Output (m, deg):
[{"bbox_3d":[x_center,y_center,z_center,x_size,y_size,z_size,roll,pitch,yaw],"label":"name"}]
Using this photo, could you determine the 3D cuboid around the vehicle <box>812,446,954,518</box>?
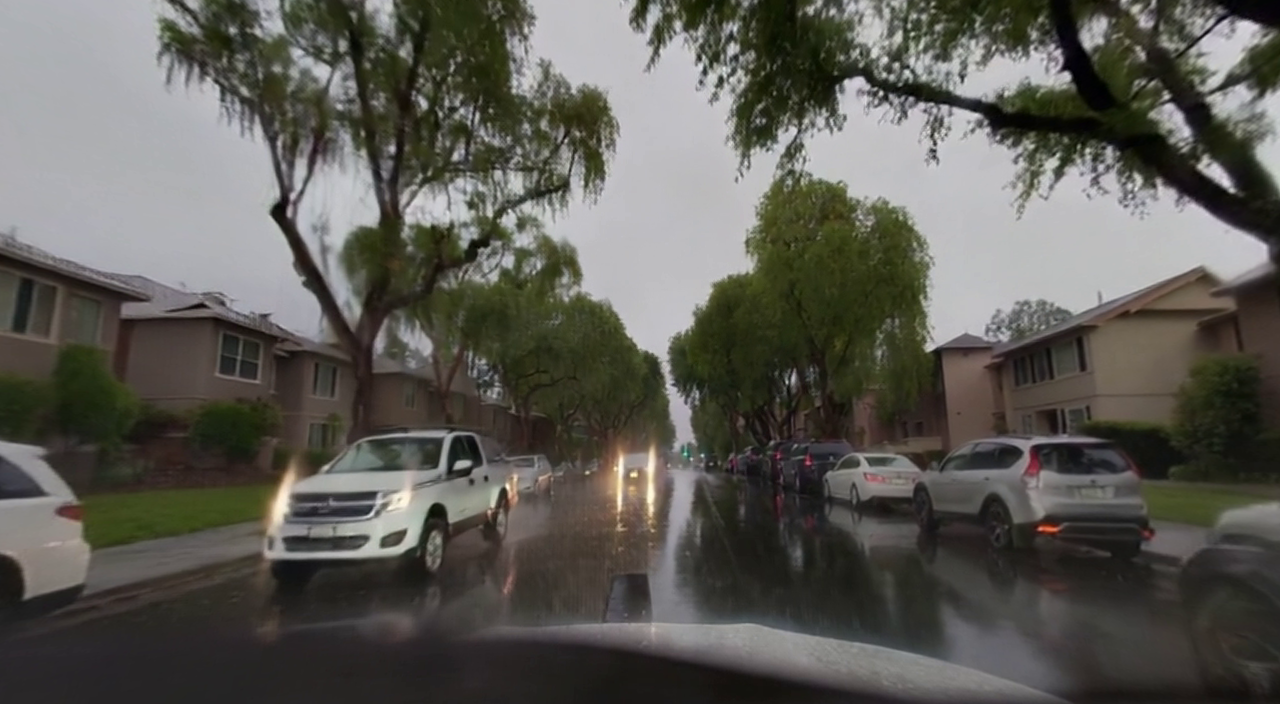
[{"bbox_3d":[5.923,3.181,16.045,1.876,1.538,4.447,0,-9,1],"label":"vehicle"}]

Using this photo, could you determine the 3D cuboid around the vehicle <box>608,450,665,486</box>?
[{"bbox_3d":[-0.075,5.107,28.097,1.971,1.476,4.593,-1,-9,6],"label":"vehicle"}]

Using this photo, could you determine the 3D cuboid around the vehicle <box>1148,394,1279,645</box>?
[{"bbox_3d":[5.571,1.008,3.313,2.111,1.771,4.520,-1,-9,3],"label":"vehicle"}]

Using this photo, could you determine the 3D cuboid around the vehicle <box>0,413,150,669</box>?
[{"bbox_3d":[-5.504,1.169,3.367,2.002,1.774,4.568,-1,-9,1],"label":"vehicle"}]

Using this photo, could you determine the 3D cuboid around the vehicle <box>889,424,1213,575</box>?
[{"bbox_3d":[5.692,2.068,9.669,1.937,1.722,4.575,-1,-9,2],"label":"vehicle"}]

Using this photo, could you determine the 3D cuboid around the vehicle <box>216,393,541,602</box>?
[{"bbox_3d":[-2.991,1.823,8.810,2.197,2.047,4.985,-1,-9,3],"label":"vehicle"}]
